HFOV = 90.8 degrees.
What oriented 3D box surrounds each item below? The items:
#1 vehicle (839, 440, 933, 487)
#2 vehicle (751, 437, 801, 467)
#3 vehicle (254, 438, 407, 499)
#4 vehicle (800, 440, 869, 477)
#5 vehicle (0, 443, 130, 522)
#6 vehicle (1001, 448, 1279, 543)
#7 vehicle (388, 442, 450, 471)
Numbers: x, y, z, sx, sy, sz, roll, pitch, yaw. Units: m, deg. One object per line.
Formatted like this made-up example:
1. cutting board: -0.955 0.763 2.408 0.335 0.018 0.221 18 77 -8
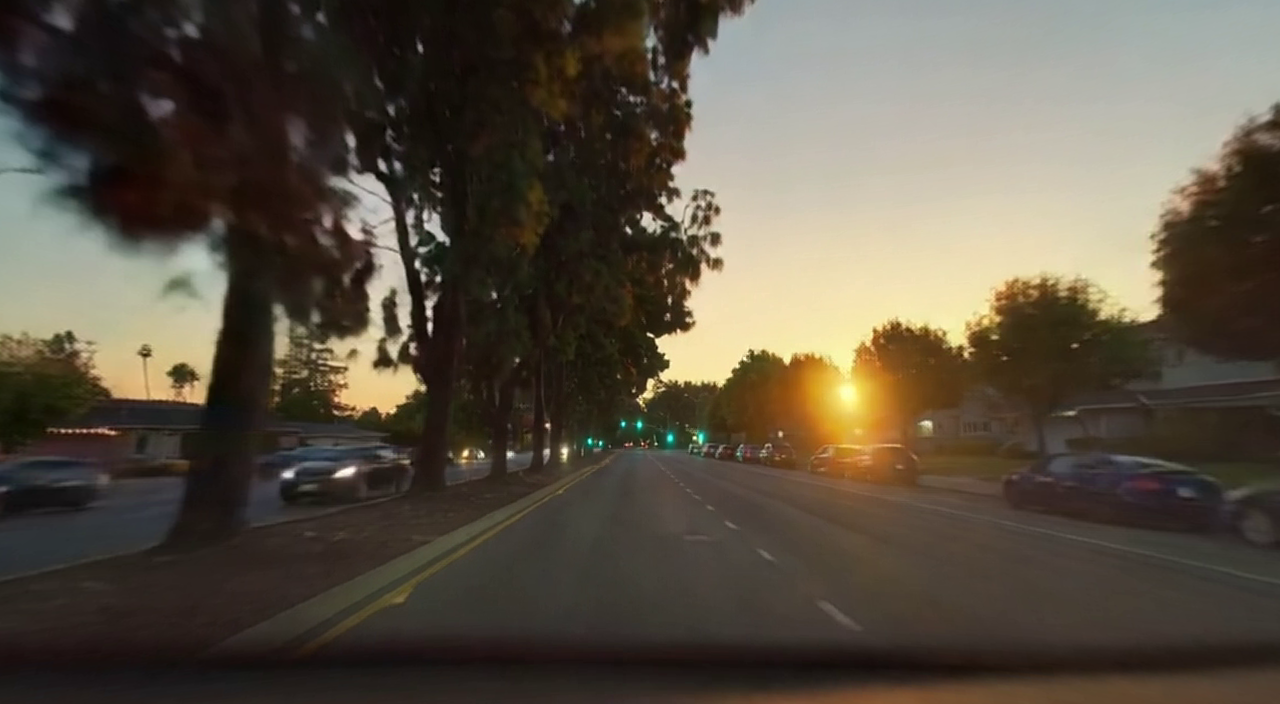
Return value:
1. vehicle: 9.689 4.410 25.322 1.885 1.685 4.430 0 -8 -2
2. vehicle: 9.604 7.093 45.074 2.209 1.982 5.787 0 -8 0
3. vehicle: -8.571 3.239 18.094 1.979 1.484 4.711 0 -8 1
4. vehicle: 9.567 5.244 31.407 1.949 1.698 4.351 0 -8 -1
5. vehicle: -12.608 2.506 12.343 1.769 1.418 4.173 0 -8 0
6. vehicle: 9.534 2.659 12.506 1.918 1.454 4.683 0 -8 -1
7. vehicle: -12.277 5.831 35.444 1.874 1.475 4.453 0 -8 0
